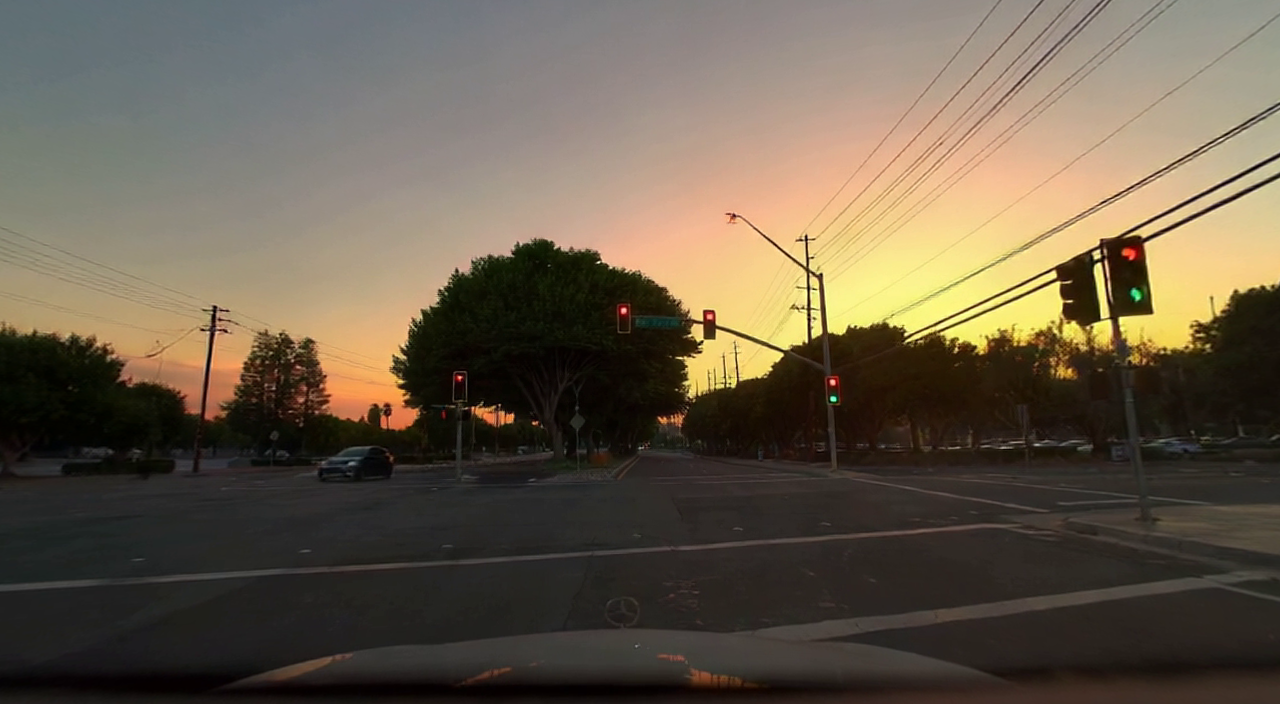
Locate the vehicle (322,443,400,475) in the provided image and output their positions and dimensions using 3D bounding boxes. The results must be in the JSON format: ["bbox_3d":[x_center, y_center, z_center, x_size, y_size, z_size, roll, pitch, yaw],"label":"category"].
[{"bbox_3d":[-14.518,5.554,33.154,1.893,1.547,4.283,-1,-8,4],"label":"vehicle"}]
